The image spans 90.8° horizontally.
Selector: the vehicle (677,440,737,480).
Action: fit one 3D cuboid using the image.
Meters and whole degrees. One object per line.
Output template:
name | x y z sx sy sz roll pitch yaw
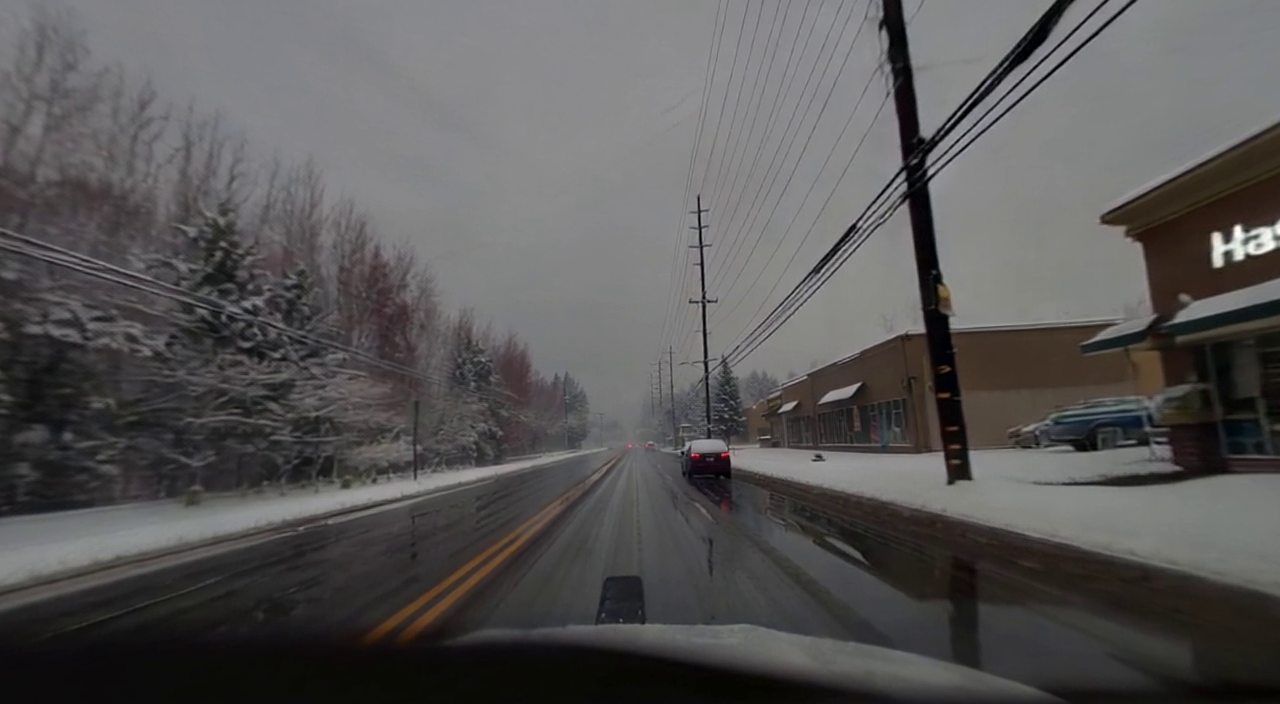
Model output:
vehicle | 2.638 4.348 25.653 1.975 1.497 3.647 0 -9 -1
